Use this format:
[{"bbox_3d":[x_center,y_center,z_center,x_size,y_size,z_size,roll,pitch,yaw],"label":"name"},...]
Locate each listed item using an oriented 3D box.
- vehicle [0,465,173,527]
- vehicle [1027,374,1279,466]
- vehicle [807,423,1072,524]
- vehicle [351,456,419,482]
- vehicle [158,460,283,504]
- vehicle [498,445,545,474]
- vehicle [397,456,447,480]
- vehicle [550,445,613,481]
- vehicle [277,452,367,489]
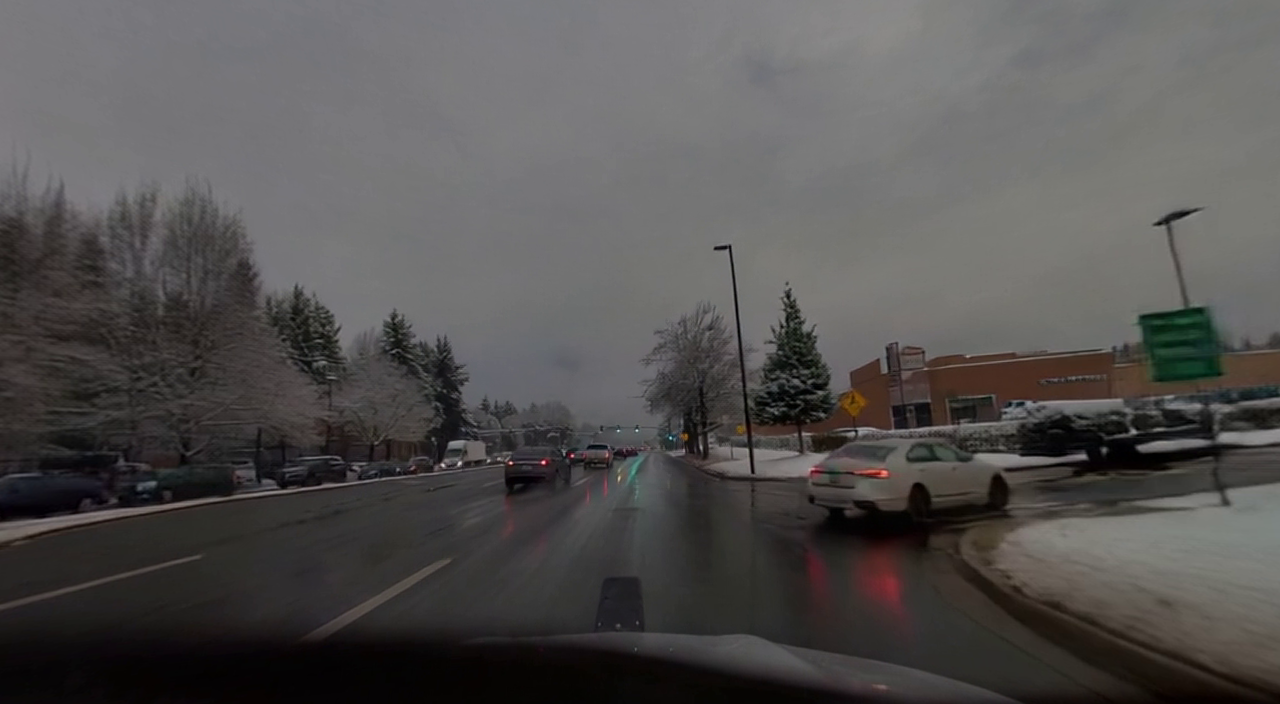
[{"bbox_3d":[-16.661,4.130,18.634,1.981,1.431,4.862,0,-8,1],"label":"vehicle"},{"bbox_3d":[13.673,1.816,16.311,6.193,2.081,2.569,2,-9,-15],"label":"vehicle"},{"bbox_3d":[5.561,2.137,11.667,4.504,1.513,2.208,5,-10,-31],"label":"vehicle"},{"bbox_3d":[-16.317,7.467,40.714,2.162,1.480,5.017,0,-8,1],"label":"vehicle"},{"bbox_3d":[-16.406,5.075,25.035,1.849,1.472,4.441,0,-8,1],"label":"vehicle"},{"bbox_3d":[-7.432,6.754,40.056,2.054,1.744,4.422,0,-8,2],"label":"vehicle"},{"bbox_3d":[-16.049,8.546,46.783,2.024,1.531,4.580,0,-8,1],"label":"vehicle"},{"bbox_3d":[-2.616,5.102,29.414,2.235,1.500,4.420,-1,-8,4],"label":"vehicle"},{"bbox_3d":[-16.356,6.087,32.825,2.073,1.749,4.770,0,-8,1],"label":"vehicle"}]
